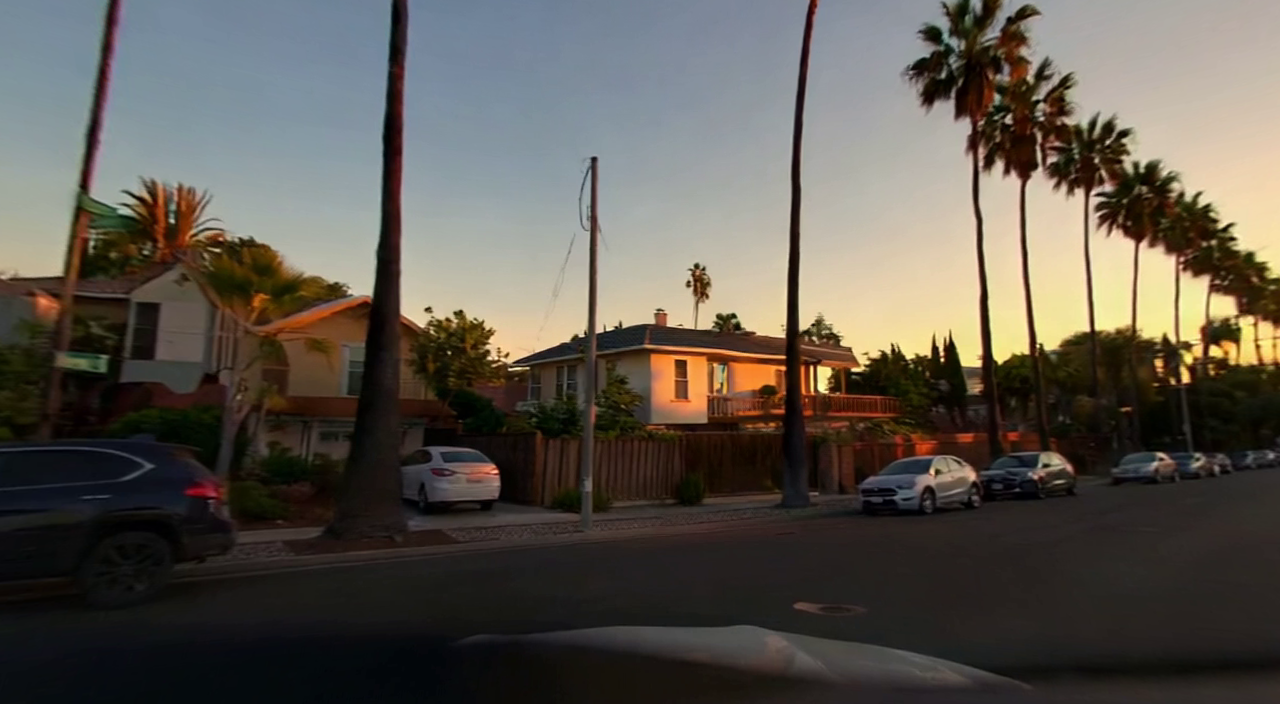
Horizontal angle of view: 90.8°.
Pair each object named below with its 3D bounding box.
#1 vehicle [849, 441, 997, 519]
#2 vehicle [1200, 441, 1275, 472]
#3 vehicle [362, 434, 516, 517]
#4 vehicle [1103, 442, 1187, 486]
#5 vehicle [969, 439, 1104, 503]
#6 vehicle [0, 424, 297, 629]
[{"bbox_3d":[7.255,3.162,16.120,3.777,1.697,1.816,6,-11,-39],"label":"vehicle"},{"bbox_3d":[38.485,6.663,40.607,5.876,1.808,2.316,5,-11,-36],"label":"vehicle"},{"bbox_3d":[-4.830,2.816,14.872,2.134,1.630,4.057,6,-11,-37],"label":"vehicle"},{"bbox_3d":[22.952,5.012,28.652,4.381,1.803,1.947,6,-11,-40],"label":"vehicle"},{"bbox_3d":[13.249,3.853,20.997,5.168,1.819,2.020,6,-11,-38],"label":"vehicle"},{"bbox_3d":[-5.962,1.546,5.930,4.469,1.655,1.978,6,-11,-37],"label":"vehicle"}]
